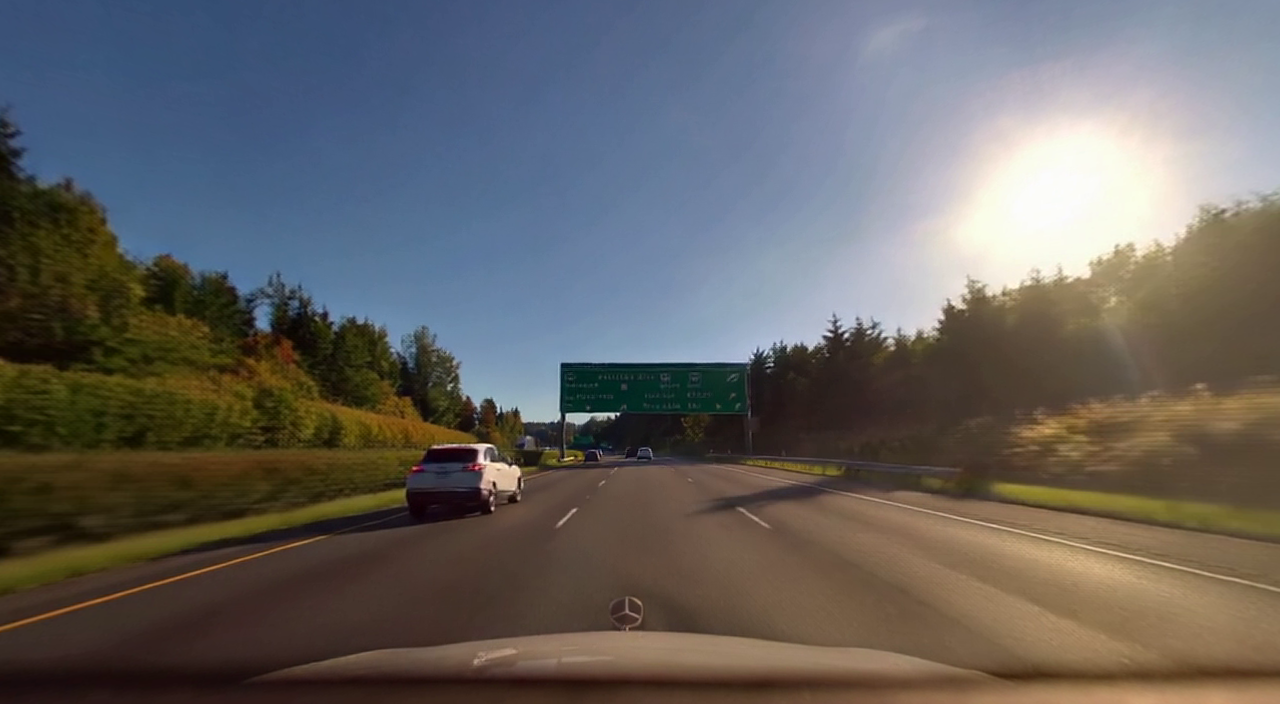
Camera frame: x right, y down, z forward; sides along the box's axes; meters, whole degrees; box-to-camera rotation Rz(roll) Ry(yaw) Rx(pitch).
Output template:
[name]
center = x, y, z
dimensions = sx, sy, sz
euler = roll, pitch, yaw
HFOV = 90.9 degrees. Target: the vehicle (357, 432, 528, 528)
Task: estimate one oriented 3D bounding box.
[vehicle]
center = -3.710, 2.500, 12.854
dimensions = 2.028, 1.584, 4.481
euler = 0, -9, 0
